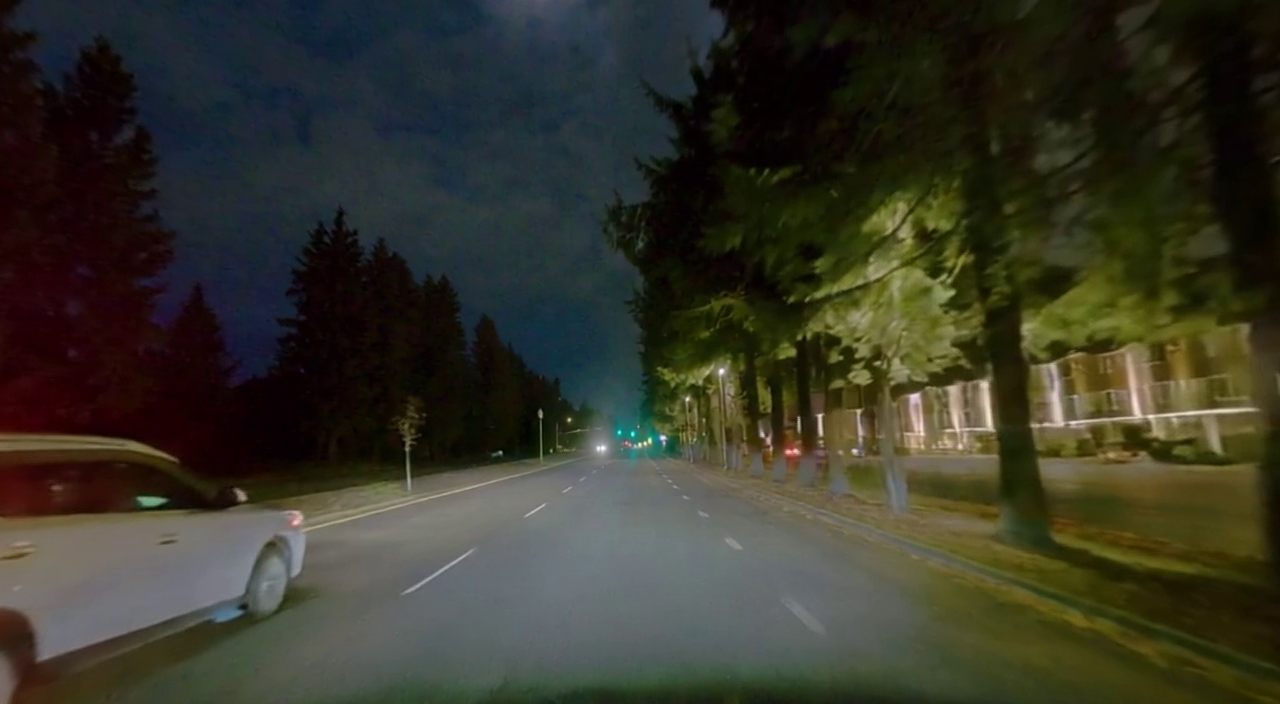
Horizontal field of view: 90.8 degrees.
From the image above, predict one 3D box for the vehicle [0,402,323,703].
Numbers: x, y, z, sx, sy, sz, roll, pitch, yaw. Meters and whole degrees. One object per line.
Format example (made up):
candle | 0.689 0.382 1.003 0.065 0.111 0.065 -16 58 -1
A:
vehicle | -3.640 1.082 3.199 2.030 1.550 3.925 0 -8 0
